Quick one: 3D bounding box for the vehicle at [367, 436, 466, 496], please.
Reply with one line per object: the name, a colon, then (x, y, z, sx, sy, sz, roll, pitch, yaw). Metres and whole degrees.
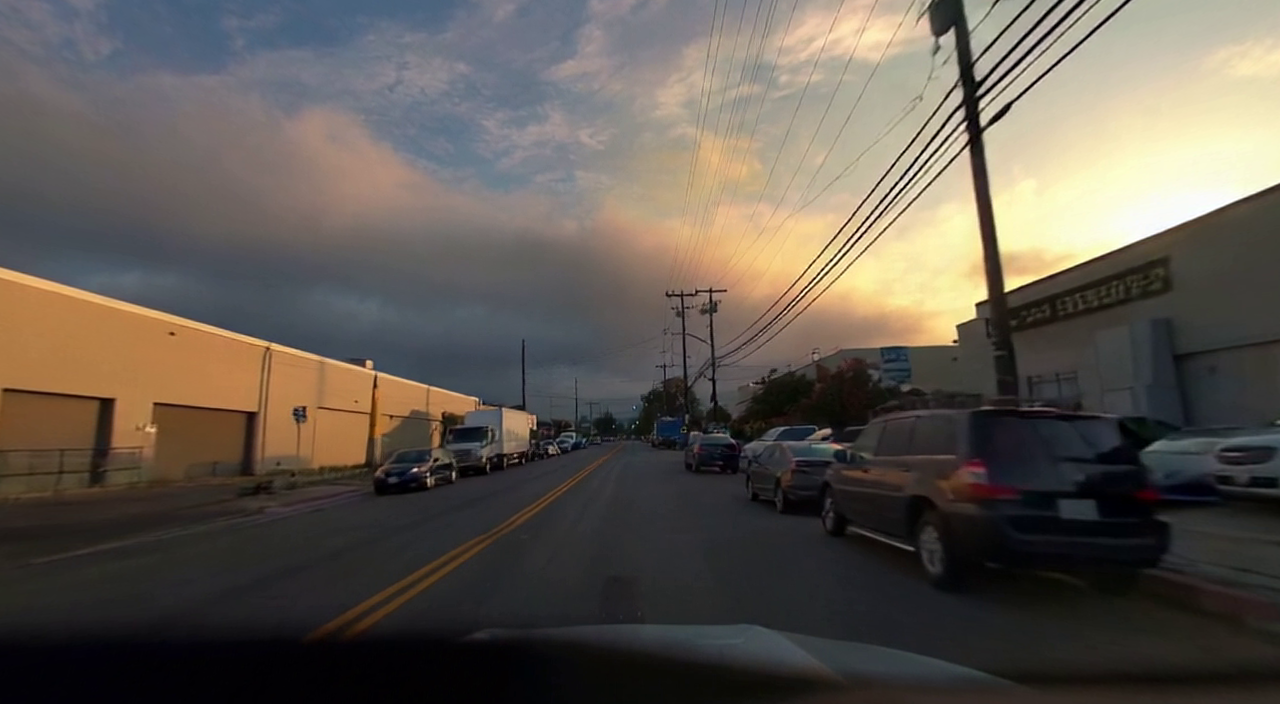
vehicle: (-7.992, 4.107, 23.055, 2.123, 1.802, 4.486, -4, -9, -3)

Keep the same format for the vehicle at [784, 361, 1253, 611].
vehicle: (3.662, 1.501, 8.062, 2.333, 1.967, 6.008, 0, -8, 1)

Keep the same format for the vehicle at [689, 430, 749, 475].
vehicle: (3.503, 4.554, 28.851, 2.026, 1.857, 4.699, 0, -8, -1)

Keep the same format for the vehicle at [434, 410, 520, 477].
vehicle: (-8.352, 4.827, 33.352, 2.832, 3.101, 7.143, -1, -8, -1)
